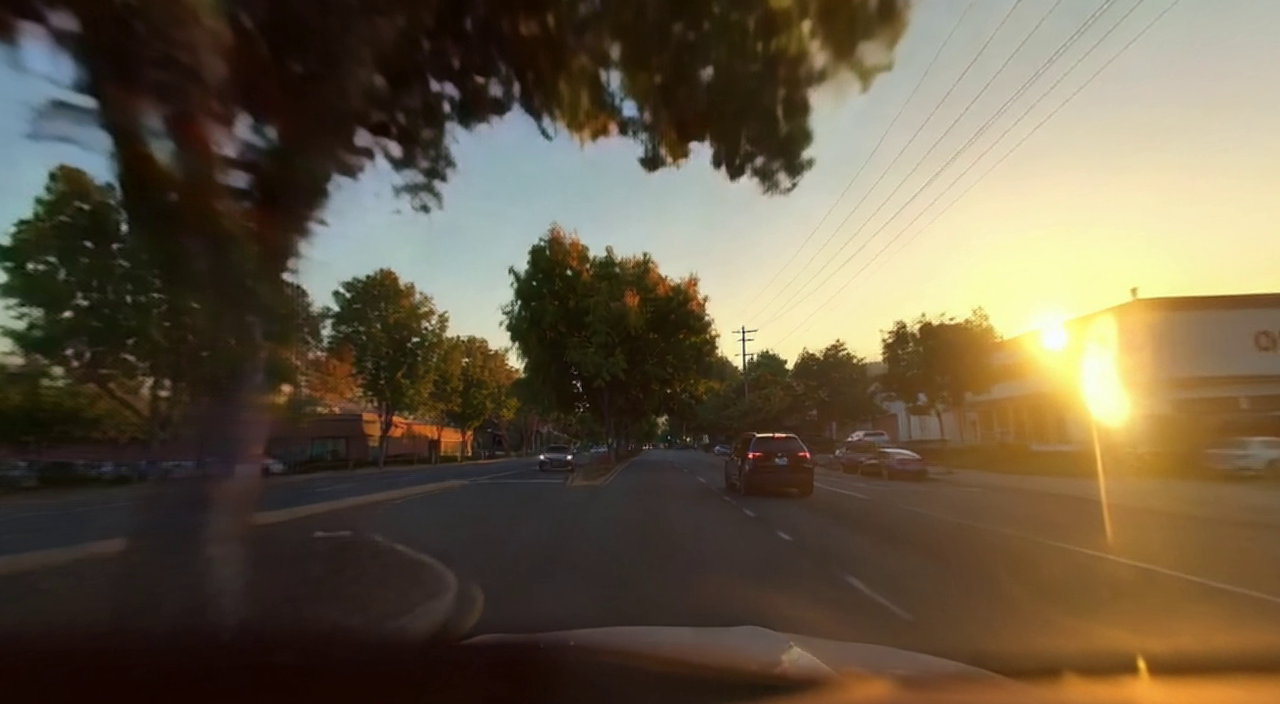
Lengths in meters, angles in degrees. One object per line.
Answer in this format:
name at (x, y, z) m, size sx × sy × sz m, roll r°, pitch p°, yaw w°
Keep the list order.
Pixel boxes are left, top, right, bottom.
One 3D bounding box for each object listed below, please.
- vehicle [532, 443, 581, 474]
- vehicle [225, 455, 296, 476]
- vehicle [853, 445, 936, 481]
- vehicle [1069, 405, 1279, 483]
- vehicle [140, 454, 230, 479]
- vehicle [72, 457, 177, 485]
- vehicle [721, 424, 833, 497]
vehicle at (-4.254, 5.480, 32.796) m, size 2.031 × 1.478 × 4.434 m, roll 0°, pitch -8°, yaw -1°
vehicle at (-29.607, 8.849, 49.253) m, size 4.225 × 1.389 × 2.034 m, roll -2°, pitch -7°, yaw 2°
vehicle at (10.962, 4.781, 27.466) m, size 1.847 × 1.445 × 4.281 m, roll 0°, pitch -8°, yaw 0°
vehicle at (15.423, 2.627, 18.081) m, size 2.139 × 1.881 × 5.511 m, roll 0°, pitch -8°, yaw -2°
vehicle at (-29.739, 7.470, 41.271) m, size 4.306 × 1.459 × 2.001 m, roll -1°, pitch -8°, yaw 0°
vehicle at (-29.188, 6.733, 35.762) m, size 4.246 × 1.457 × 1.889 m, roll 0°, pitch -8°, yaw 1°
vehicle at (3.778, 3.107, 18.348) m, size 2.183 × 1.845 × 4.482 m, roll 0°, pitch -8°, yaw -1°
